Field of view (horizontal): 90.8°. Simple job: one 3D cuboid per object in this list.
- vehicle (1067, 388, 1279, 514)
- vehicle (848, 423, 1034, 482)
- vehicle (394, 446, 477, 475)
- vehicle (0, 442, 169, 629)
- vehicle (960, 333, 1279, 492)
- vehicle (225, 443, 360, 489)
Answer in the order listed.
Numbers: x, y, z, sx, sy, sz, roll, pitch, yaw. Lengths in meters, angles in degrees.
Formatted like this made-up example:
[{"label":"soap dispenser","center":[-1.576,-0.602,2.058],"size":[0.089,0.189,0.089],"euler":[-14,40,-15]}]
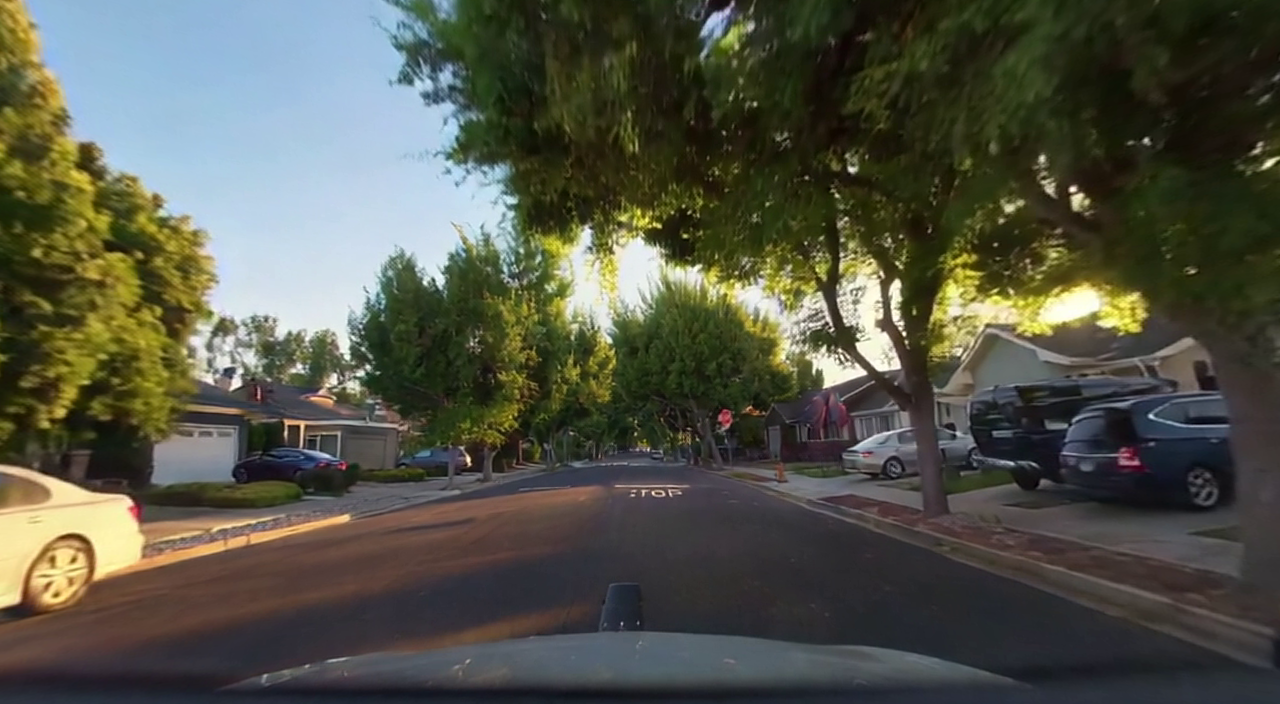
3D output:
[{"label":"vehicle","center":[10.641,1.653,10.655],"size":[5.235,1.891,2.102],"euler":[0,-9,1]},{"label":"vehicle","center":[10.062,3.392,21.408],"size":[5.234,1.868,2.014],"euler":[0,-9,-3]},{"label":"vehicle","center":[-13.492,7.168,41.897],"size":[4.809,1.865,2.093],"euler":[0,-9,-1]},{"label":"vehicle","center":[-6.408,1.477,4.467],"size":[2.099,1.532,5.262],"euler":[-4,-9,1]},{"label":"vehicle","center":[11.486,1.398,13.888],"size":[7.302,3.055,2.848],"euler":[1,-8,-2]},{"label":"vehicle","center":[-14.310,4.657,26.132],"size":[4.493,1.776,1.997],"euler":[-1,-9,9]}]
